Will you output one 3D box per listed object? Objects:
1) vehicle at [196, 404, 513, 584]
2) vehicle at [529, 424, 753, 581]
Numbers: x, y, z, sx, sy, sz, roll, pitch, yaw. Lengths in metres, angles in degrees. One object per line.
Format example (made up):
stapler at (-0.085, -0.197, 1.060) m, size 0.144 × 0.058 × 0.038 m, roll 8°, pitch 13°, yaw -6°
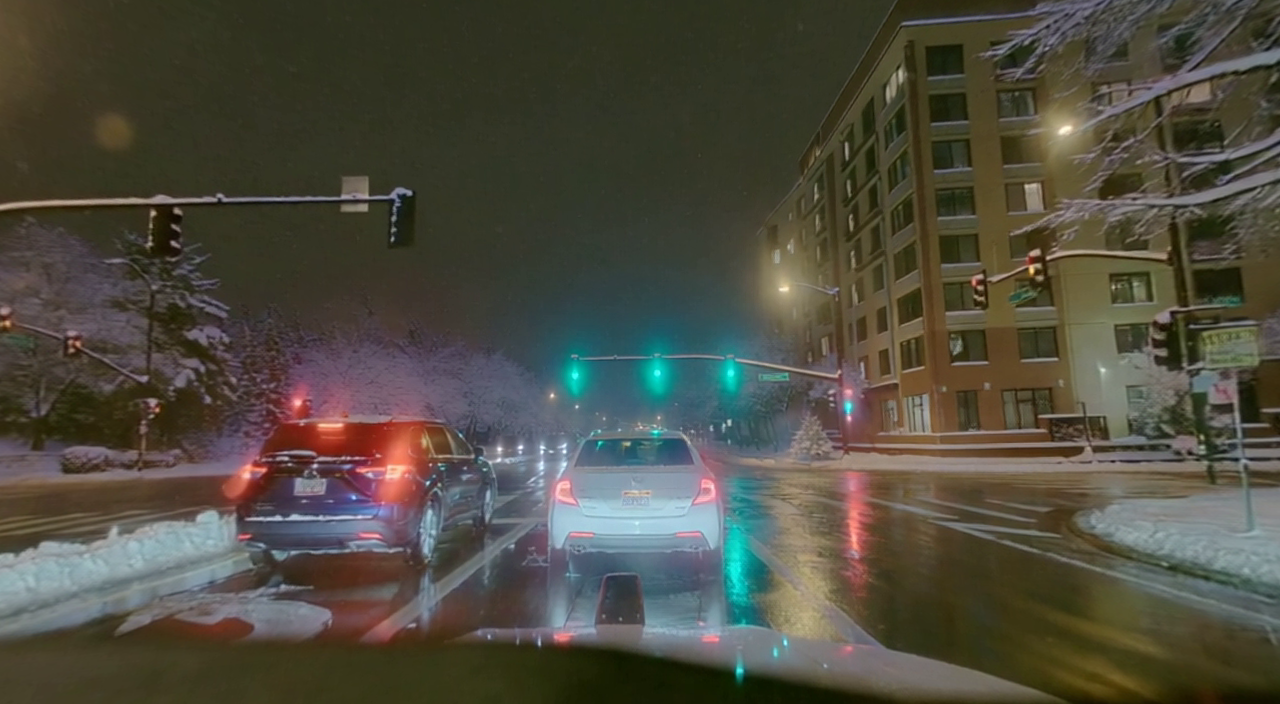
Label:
vehicle at (-3.192, 1.694, 8.356) m, size 2.081 × 1.719 × 4.434 m, roll 0°, pitch -8°, yaw 0°
vehicle at (0.014, 1.761, 8.178) m, size 2.190 × 1.522 × 3.850 m, roll 0°, pitch -8°, yaw 0°
